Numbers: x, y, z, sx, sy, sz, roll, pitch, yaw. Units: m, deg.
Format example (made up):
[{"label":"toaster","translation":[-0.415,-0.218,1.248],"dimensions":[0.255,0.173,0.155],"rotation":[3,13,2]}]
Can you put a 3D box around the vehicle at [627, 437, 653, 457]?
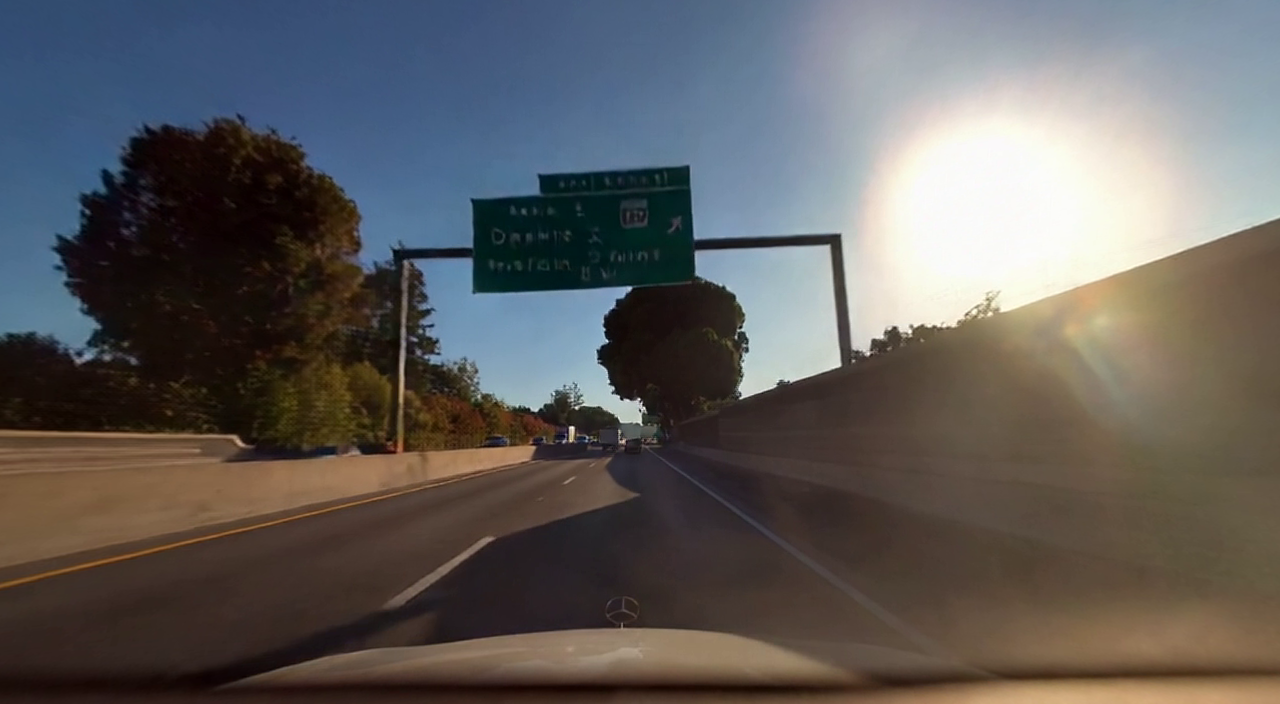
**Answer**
[{"label":"vehicle","translation":[-0.009,7.483,49.739],"dimensions":[2.030,1.523,4.114],"rotation":[0,-8,0]}]

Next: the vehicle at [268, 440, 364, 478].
[{"label":"vehicle","translation":[-14.617,4.810,28.744],"dimensions":[1.903,1.549,4.611],"rotation":[0,-8,0]}]
